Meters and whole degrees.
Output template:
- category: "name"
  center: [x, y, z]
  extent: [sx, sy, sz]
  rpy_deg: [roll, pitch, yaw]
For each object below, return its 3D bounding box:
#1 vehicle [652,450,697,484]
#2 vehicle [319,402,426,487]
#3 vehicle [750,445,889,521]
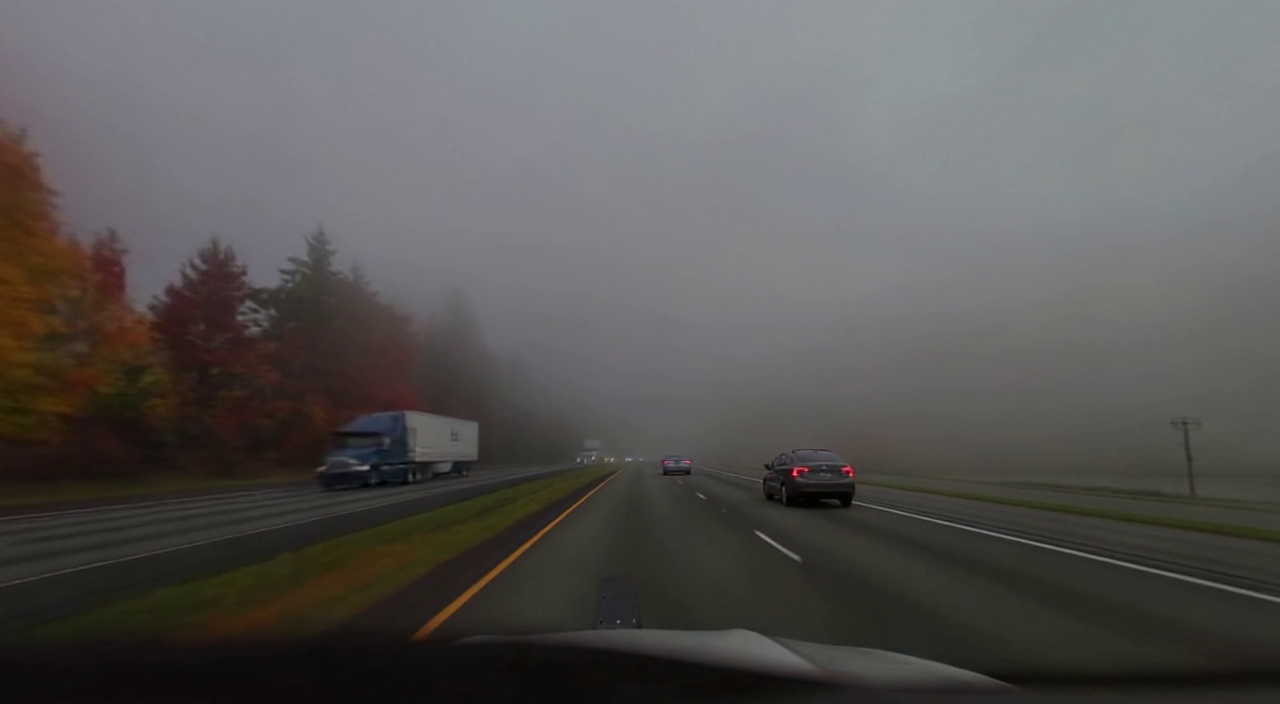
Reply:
- category: "vehicle"
  center: [1.630, 5.724, 31.573]
  extent: [2.070, 1.546, 4.648]
  rpy_deg: [0, -9, 1]
- category: "vehicle"
  center: [-13.749, 4.832, 32.795]
  extent: [2.861, 4.069, 5.249]
  rpy_deg: [0, -9, 3]
- category: "vehicle"
  center: [4.139, 3.080, 15.297]
  extent: [2.119, 1.557, 4.163]
  rpy_deg: [0, -9, 0]
